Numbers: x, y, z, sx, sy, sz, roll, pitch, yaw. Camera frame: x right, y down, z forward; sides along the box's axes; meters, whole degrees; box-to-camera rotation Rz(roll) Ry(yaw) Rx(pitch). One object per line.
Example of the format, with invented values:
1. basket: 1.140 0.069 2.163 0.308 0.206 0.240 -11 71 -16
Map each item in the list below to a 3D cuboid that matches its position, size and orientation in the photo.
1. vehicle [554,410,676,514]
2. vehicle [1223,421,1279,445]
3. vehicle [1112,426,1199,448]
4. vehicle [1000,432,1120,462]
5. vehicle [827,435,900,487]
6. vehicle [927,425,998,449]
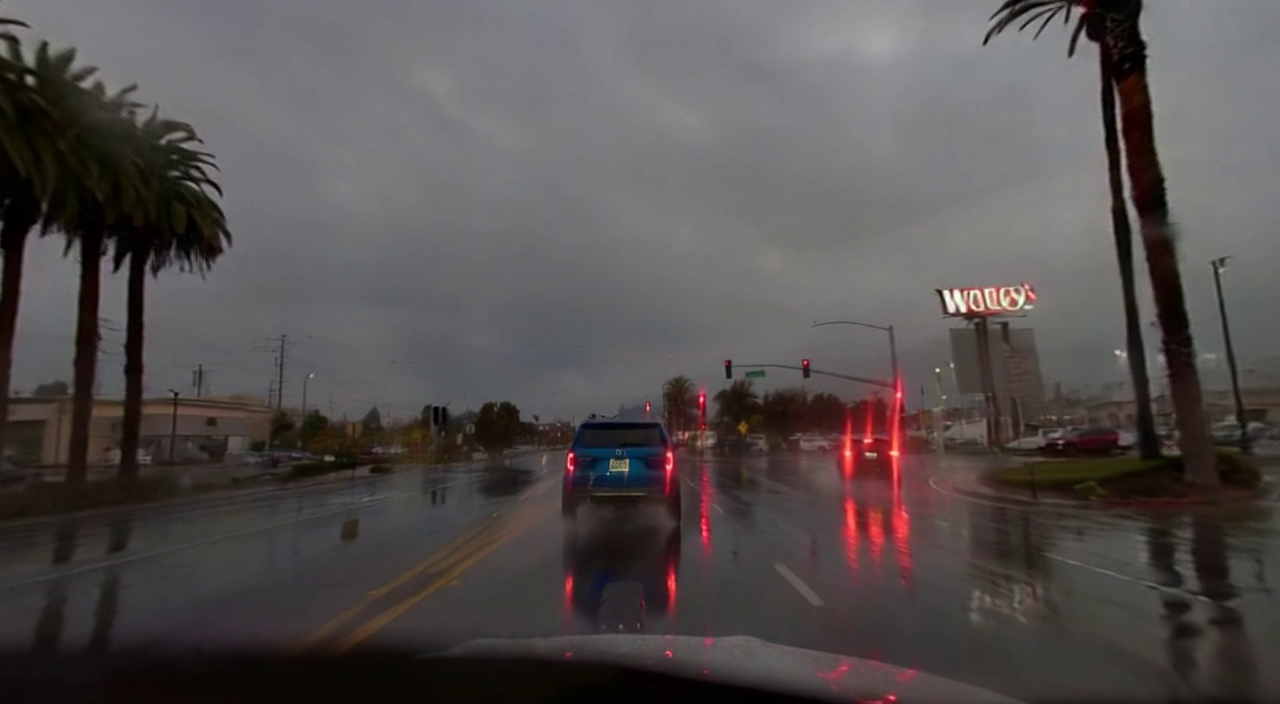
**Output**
1. vehicle: -0.462 2.394 14.155 2.263 1.932 4.709 0 -8 0
2. vehicle: 39.512 5.065 39.246 4.527 1.458 1.778 -6 -10 34
3. vehicle: 36.767 6.100 45.224 4.551 1.471 1.800 -5 -10 32
4. vehicle: 21.229 4.804 32.041 4.745 1.474 1.923 0 -8 -3
5. vehicle: 7.604 3.718 21.929 2.086 1.560 4.542 -2 -9 16
6. vehicle: 25.007 6.641 49.021 4.641 1.778 1.958 -6 -10 33
